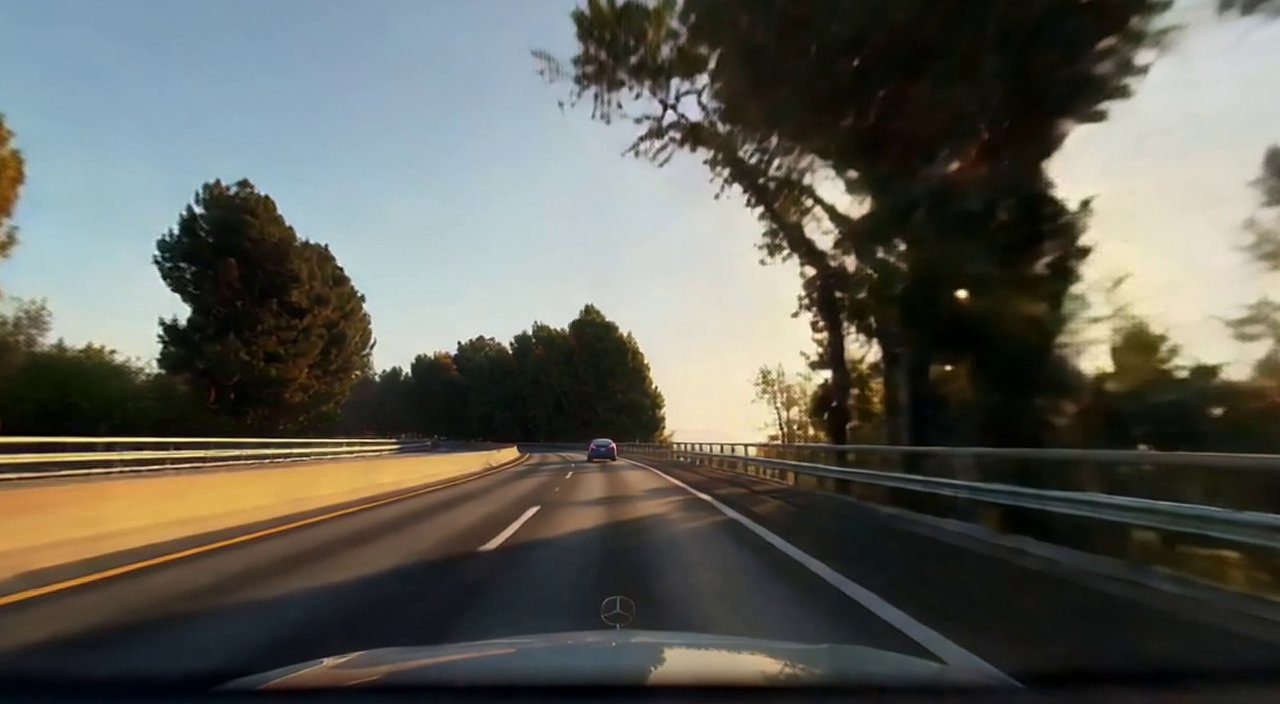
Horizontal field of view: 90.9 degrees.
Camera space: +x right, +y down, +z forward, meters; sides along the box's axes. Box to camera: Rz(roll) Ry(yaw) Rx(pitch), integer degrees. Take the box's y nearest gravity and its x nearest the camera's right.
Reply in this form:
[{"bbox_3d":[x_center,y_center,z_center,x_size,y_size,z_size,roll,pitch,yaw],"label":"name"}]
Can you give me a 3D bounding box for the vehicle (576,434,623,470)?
[{"bbox_3d":[-2.298,5.514,35.036,2.452,1.857,4.022,0,-8,-5],"label":"vehicle"}]
